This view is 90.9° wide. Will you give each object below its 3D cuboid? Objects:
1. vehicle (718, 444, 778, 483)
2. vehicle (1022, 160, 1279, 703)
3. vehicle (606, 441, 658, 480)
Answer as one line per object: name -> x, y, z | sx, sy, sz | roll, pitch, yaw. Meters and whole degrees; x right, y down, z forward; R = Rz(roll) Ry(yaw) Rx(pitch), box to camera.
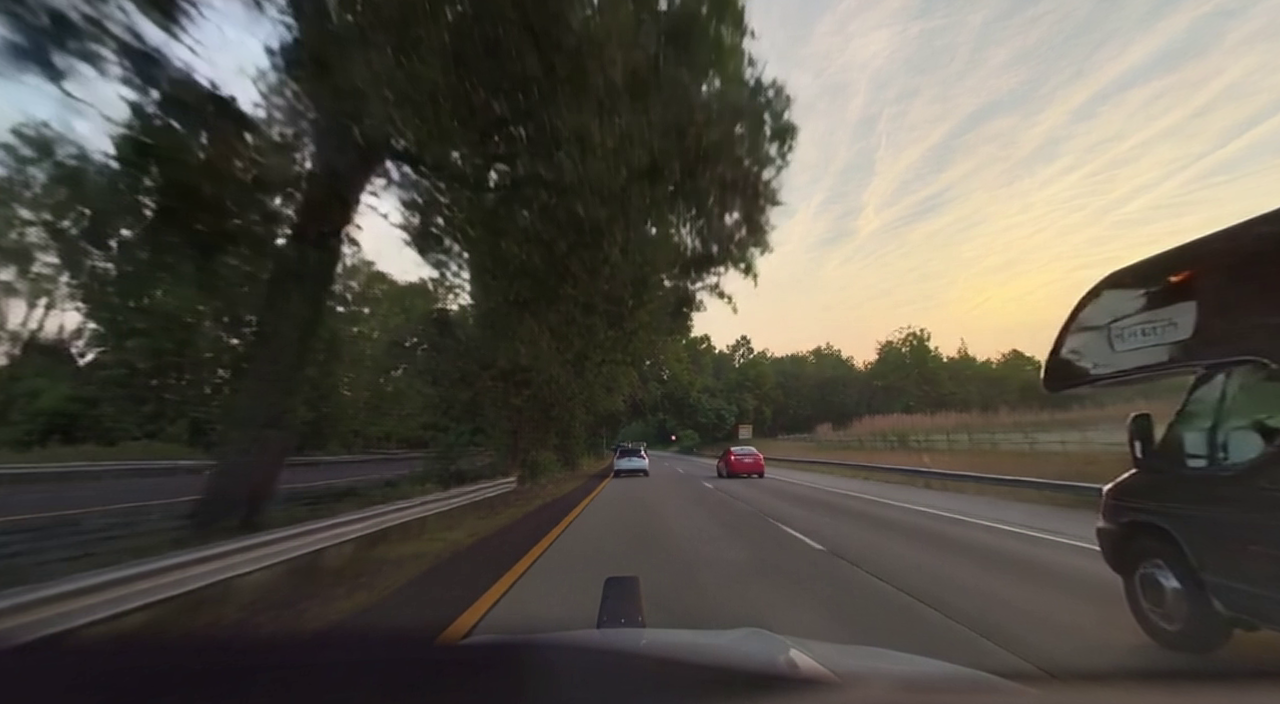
vehicle -> 4.253, 4.453, 25.375 | 1.757, 1.459, 3.398 | 0, -9, -1
vehicle -> 4.674, 0.206, 1.736 | 2.745, 2.832, 7.035 | 0, -9, 0
vehicle -> -0.340, 4.805, 28.132 | 2.120, 1.575, 4.018 | 0, -9, 0
